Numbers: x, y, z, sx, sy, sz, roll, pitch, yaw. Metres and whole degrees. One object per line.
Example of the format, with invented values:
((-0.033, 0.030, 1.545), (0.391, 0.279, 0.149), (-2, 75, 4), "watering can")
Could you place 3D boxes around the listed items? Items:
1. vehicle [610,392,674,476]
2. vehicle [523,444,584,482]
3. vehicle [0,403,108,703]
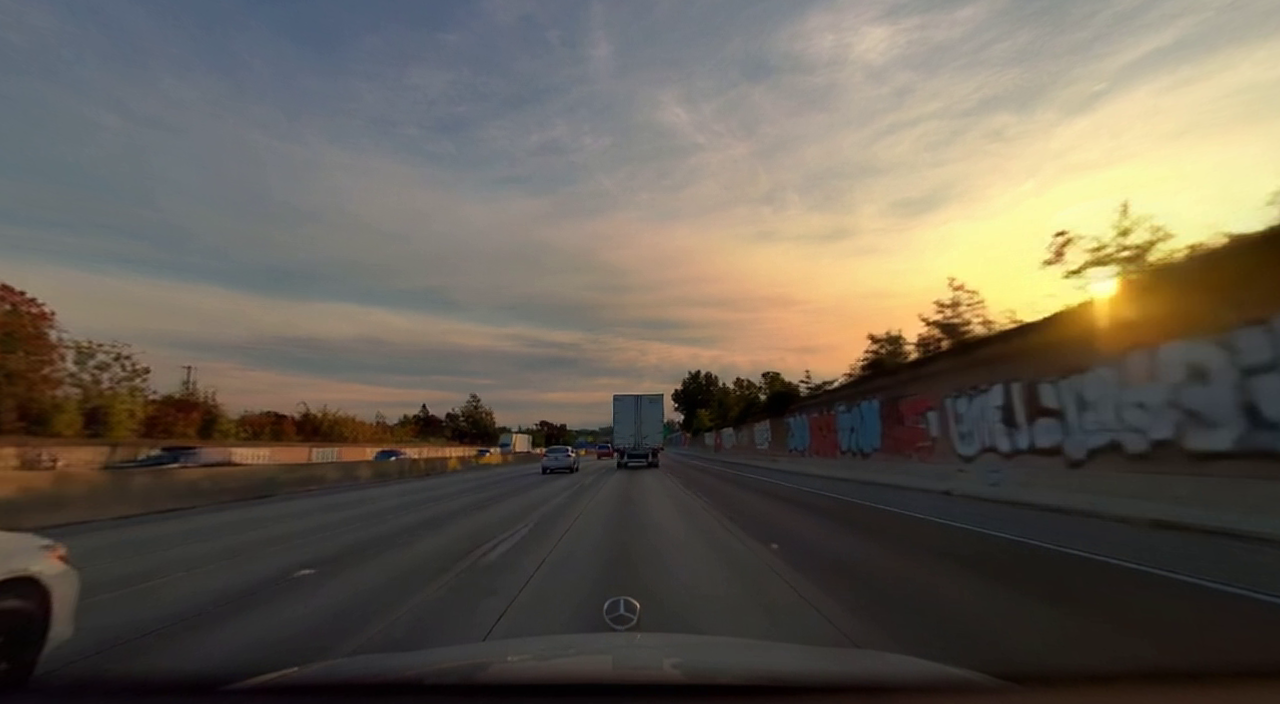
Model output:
((0.025, 4.751, 35.492), (3.042, 4.023, 10.832), (0, -9, -1), "vehicle")
((-3.736, 4.888, 27.806), (2.158, 1.538, 4.047), (0, -9, 0), "vehicle")
((-3.817, 0.751, 1.242), (1.936, 1.500, 4.055), (0, -9, 0), "vehicle")
